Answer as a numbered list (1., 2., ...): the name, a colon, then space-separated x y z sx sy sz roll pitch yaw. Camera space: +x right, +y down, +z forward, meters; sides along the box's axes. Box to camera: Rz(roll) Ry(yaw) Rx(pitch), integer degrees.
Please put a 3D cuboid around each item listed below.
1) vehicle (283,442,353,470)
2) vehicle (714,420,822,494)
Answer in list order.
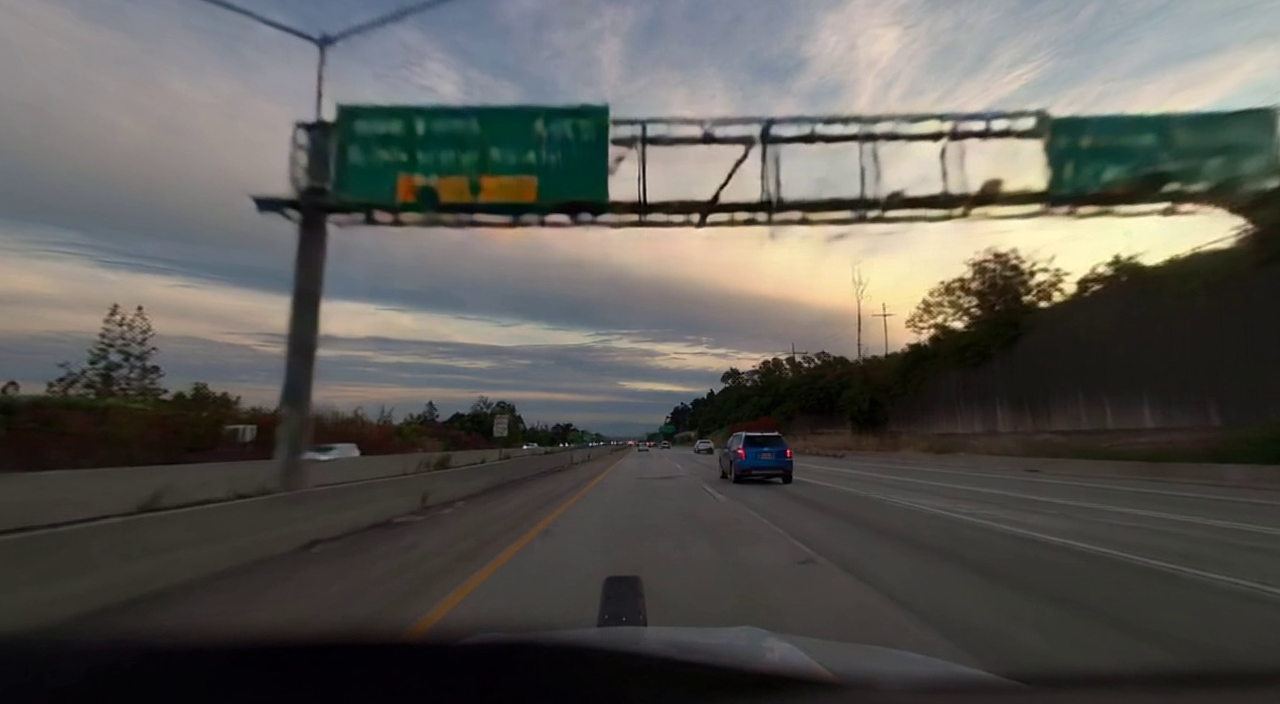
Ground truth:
1. vehicle: -19.657 6.345 38.769 2.037 1.612 4.332 0 -8 0
2. vehicle: 3.457 2.934 17.982 2.120 1.832 4.287 0 -8 0
